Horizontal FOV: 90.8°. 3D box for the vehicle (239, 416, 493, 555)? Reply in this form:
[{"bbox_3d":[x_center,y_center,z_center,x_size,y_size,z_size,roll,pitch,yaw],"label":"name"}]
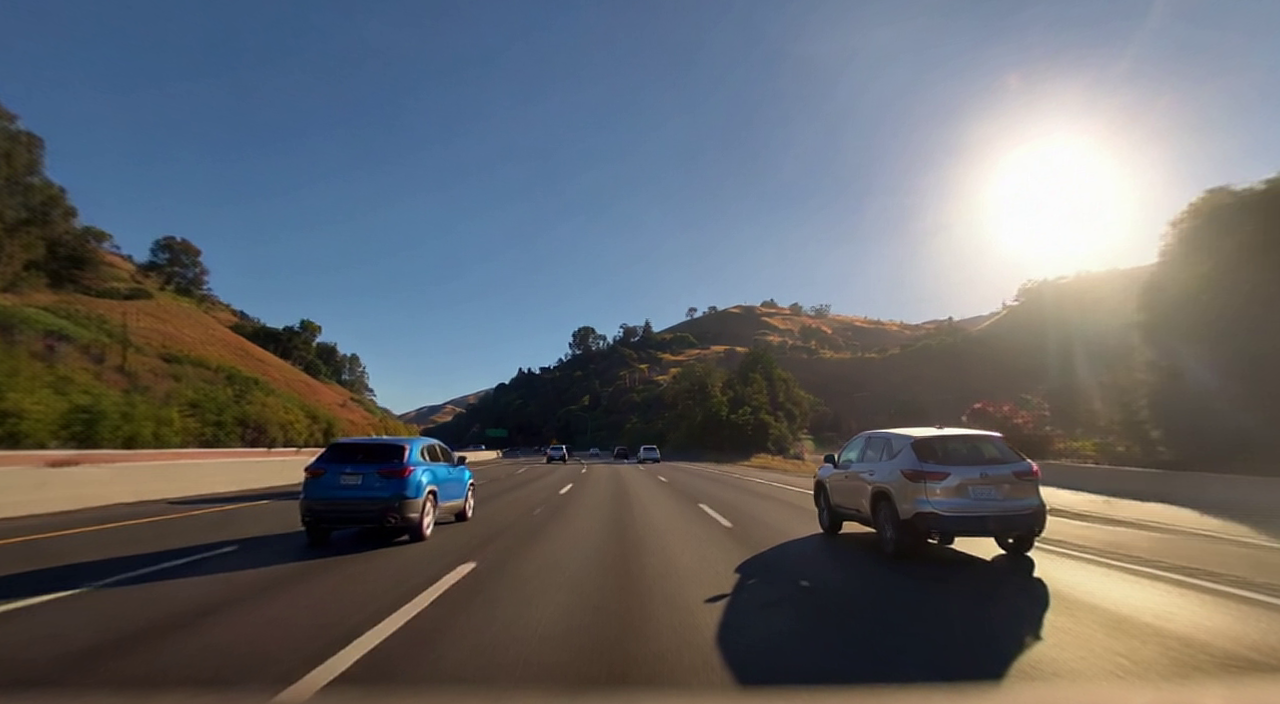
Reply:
[{"bbox_3d":[-4.079,2.080,10.520,2.213,1.766,4.598,0,-9,-1],"label":"vehicle"}]

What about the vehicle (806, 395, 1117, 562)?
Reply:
[{"bbox_3d":[4.340,1.820,9.738,2.103,1.903,4.837,0,-9,-2],"label":"vehicle"}]
